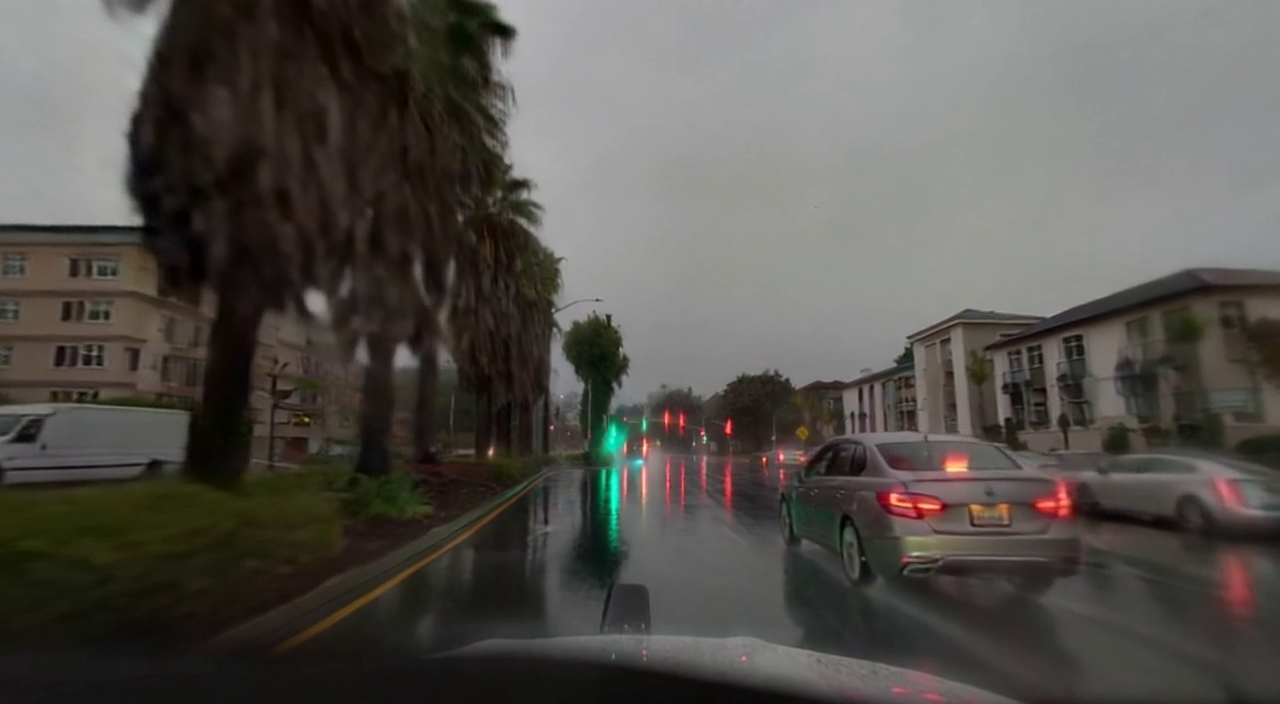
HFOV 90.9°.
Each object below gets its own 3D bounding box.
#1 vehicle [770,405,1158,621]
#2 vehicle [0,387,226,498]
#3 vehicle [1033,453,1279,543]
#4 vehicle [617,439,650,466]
[{"bbox_3d":[2.934,1.558,7.036,2.009,1.639,4.267,0,-9,-1],"label":"vehicle"},{"bbox_3d":[-18.985,3.228,22.278,2.933,3.159,8.124,-1,-9,2],"label":"vehicle"},{"bbox_3d":[10.199,2.820,12.814,1.745,1.413,4.115,3,-9,-1],"label":"vehicle"},{"bbox_3d":[-0.392,6.682,42.031,2.087,1.709,4.076,0,-9,0],"label":"vehicle"}]
